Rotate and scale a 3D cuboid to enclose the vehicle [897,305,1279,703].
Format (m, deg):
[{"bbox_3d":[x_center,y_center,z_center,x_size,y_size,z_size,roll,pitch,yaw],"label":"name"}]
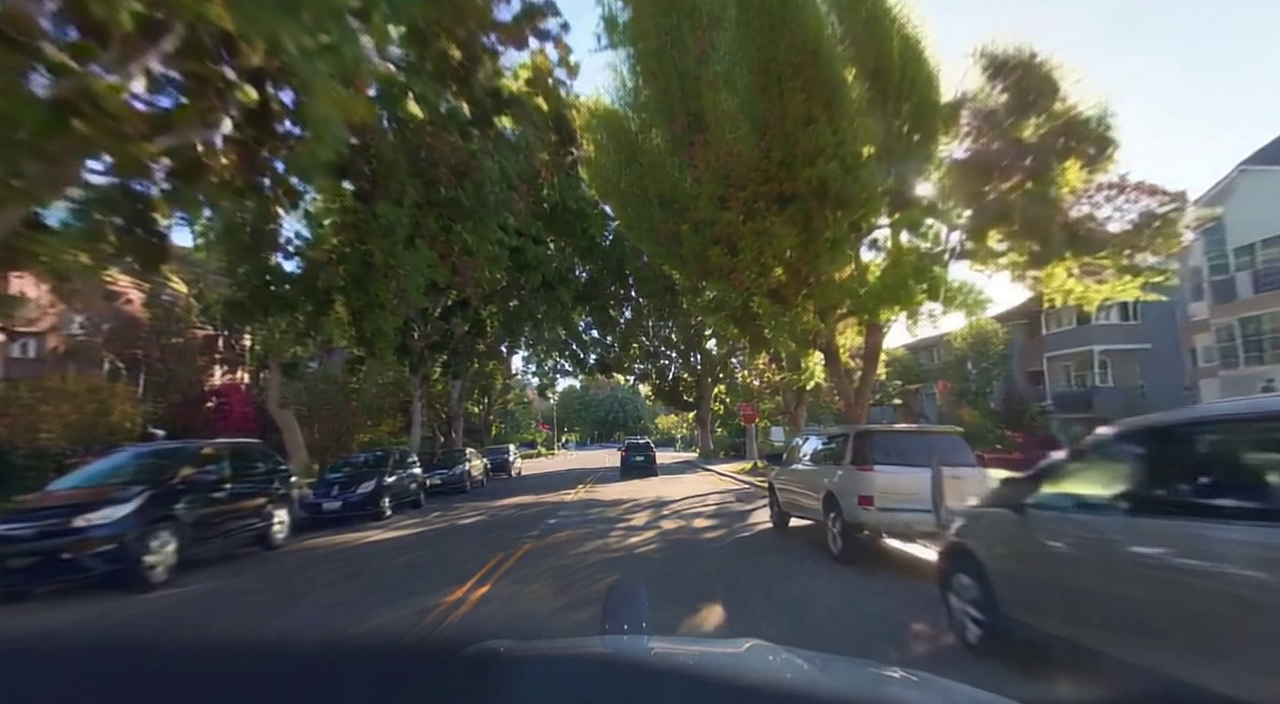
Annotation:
[{"bbox_3d":[2.807,0.780,1.828,1.970,1.801,4.721,0,-8,-2],"label":"vehicle"}]

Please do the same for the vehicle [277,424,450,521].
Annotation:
[{"bbox_3d":[-5.922,2.608,14.197,1.899,1.615,4.624,-6,-8,-2],"label":"vehicle"}]

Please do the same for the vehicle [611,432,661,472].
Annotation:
[{"bbox_3d":[-0.181,4.639,29.460,2.172,1.722,4.201,0,-8,-1],"label":"vehicle"}]

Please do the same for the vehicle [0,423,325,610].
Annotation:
[{"bbox_3d":[-5.901,1.785,7.860,1.955,1.659,4.324,1,-8,-4],"label":"vehicle"}]
